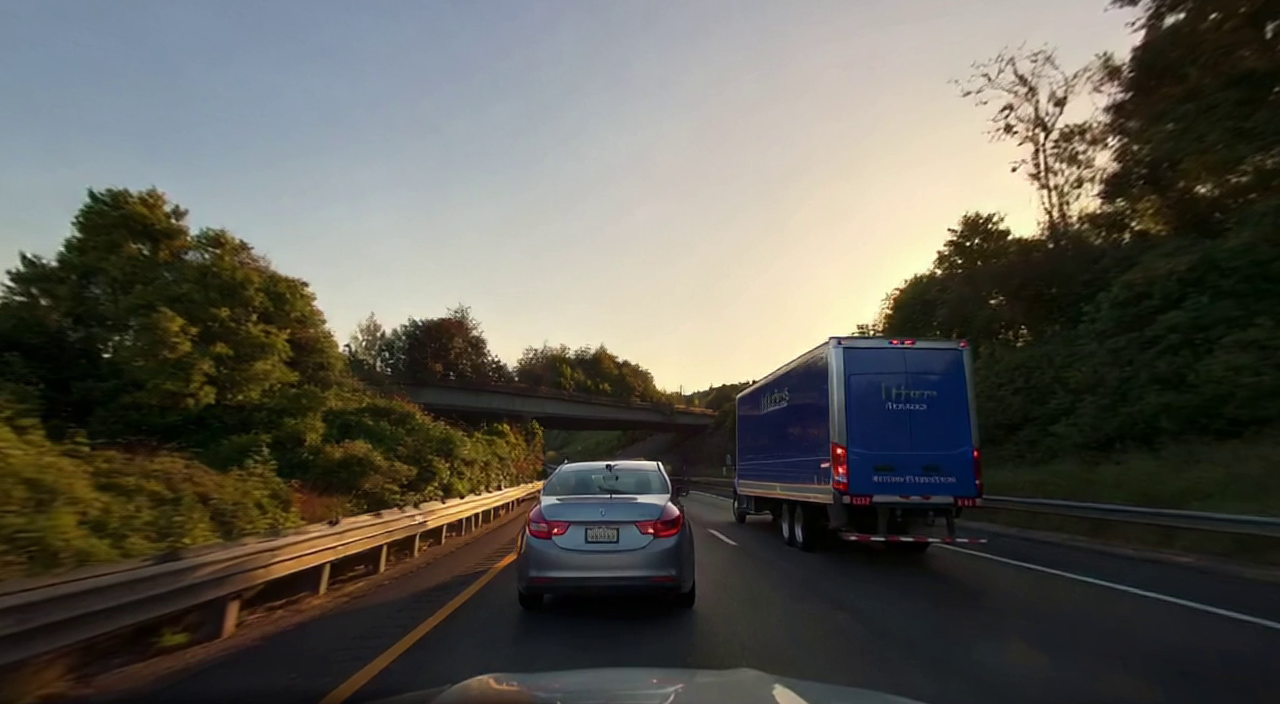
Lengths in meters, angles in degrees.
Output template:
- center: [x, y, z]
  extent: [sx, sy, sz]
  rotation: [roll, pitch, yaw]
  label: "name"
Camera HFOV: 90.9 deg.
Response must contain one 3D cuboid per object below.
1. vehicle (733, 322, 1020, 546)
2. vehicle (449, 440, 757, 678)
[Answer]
- center: [5.005, 2.437, 16.818]
  extent: [2.936, 3.972, 11.144]
  rotation: [1, -11, -2]
  label: "vehicle"
- center: [-0.247, 1.665, 5.861]
  extent: [1.980, 1.493, 3.410]
  rotation: [1, -11, 0]
  label: "vehicle"
